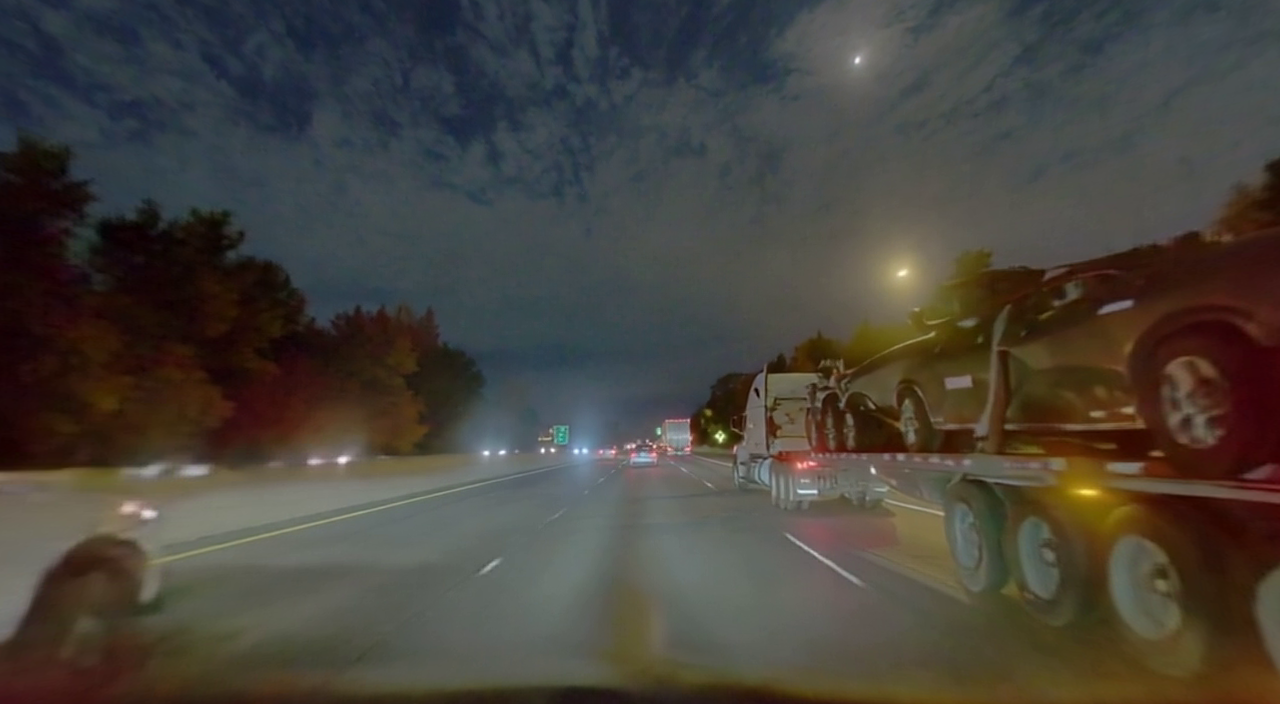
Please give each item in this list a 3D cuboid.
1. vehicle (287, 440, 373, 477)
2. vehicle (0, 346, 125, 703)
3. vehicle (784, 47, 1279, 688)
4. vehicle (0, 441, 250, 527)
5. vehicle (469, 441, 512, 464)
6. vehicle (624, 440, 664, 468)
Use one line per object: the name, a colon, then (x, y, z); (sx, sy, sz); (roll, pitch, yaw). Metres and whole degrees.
vehicle: (-14.226, 4.877, 29.135); (1.835, 1.568, 4.023); (0, -8, 1)
vehicle: (-3.677, 0.556, 0.729); (2.077, 1.669, 4.739); (0, -8, 1)
vehicle: (4.846, 0.693, 7.488); (3.150, 3.257, 13.098); (0, -8, 0)
vehicle: (-10.659, 2.650, 13.302); (1.934, 1.497, 4.356); (0, -8, 1)
vehicle: (-10.641, 7.153, 45.032); (1.988, 1.555, 4.227); (0, -8, 1)
vehicle: (0.222, 5.846, 36.188); (2.152, 1.484, 4.211); (0, -8, 0)
